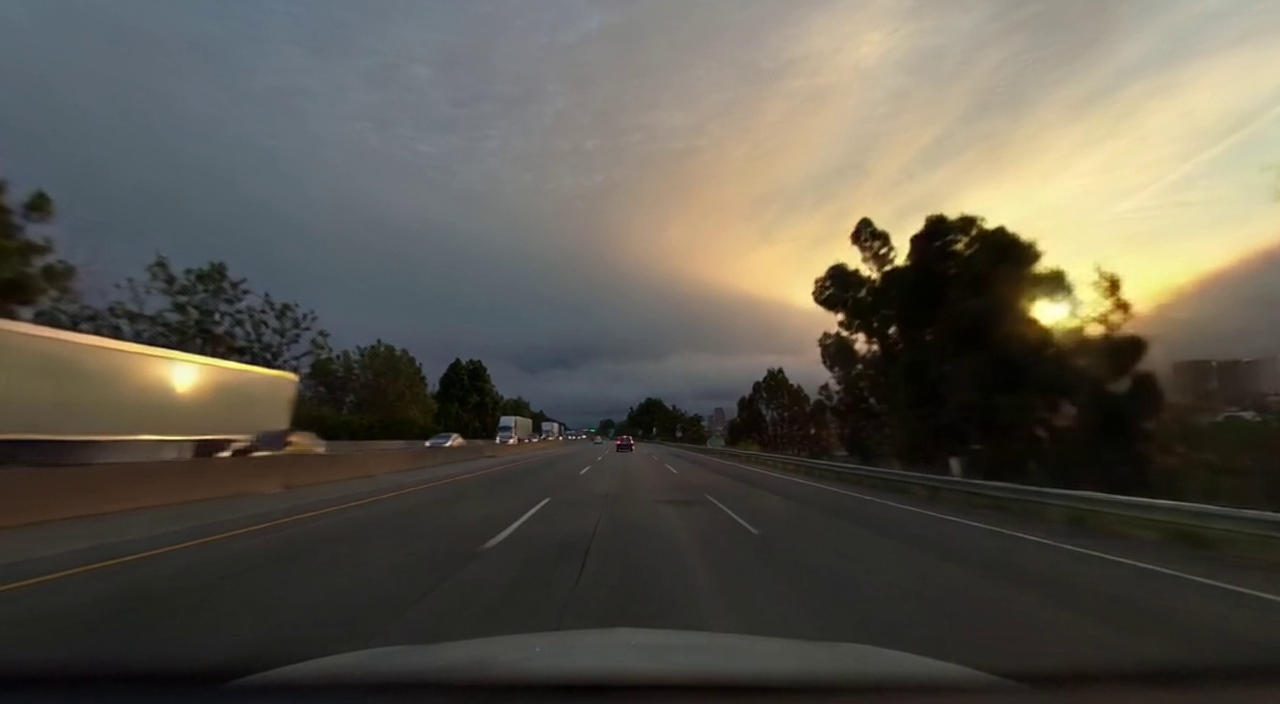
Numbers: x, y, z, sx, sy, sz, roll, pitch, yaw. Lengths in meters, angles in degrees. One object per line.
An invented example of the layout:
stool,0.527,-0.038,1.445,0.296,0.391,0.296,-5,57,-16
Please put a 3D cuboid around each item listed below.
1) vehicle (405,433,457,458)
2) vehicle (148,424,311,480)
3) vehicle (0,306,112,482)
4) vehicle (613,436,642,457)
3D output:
vehicle,-13.161,5.913,39.941,1.861,1.472,4.466,0,-8,-1
vehicle,-12.089,2.973,18.979,1.926,1.472,4.509,0,-8,-1
vehicle,-16.730,0.981,14.753,3.058,4.142,6.328,0,-8,-1
vehicle,-0.982,7.255,48.339,2.099,1.504,3.843,0,-8,-2
